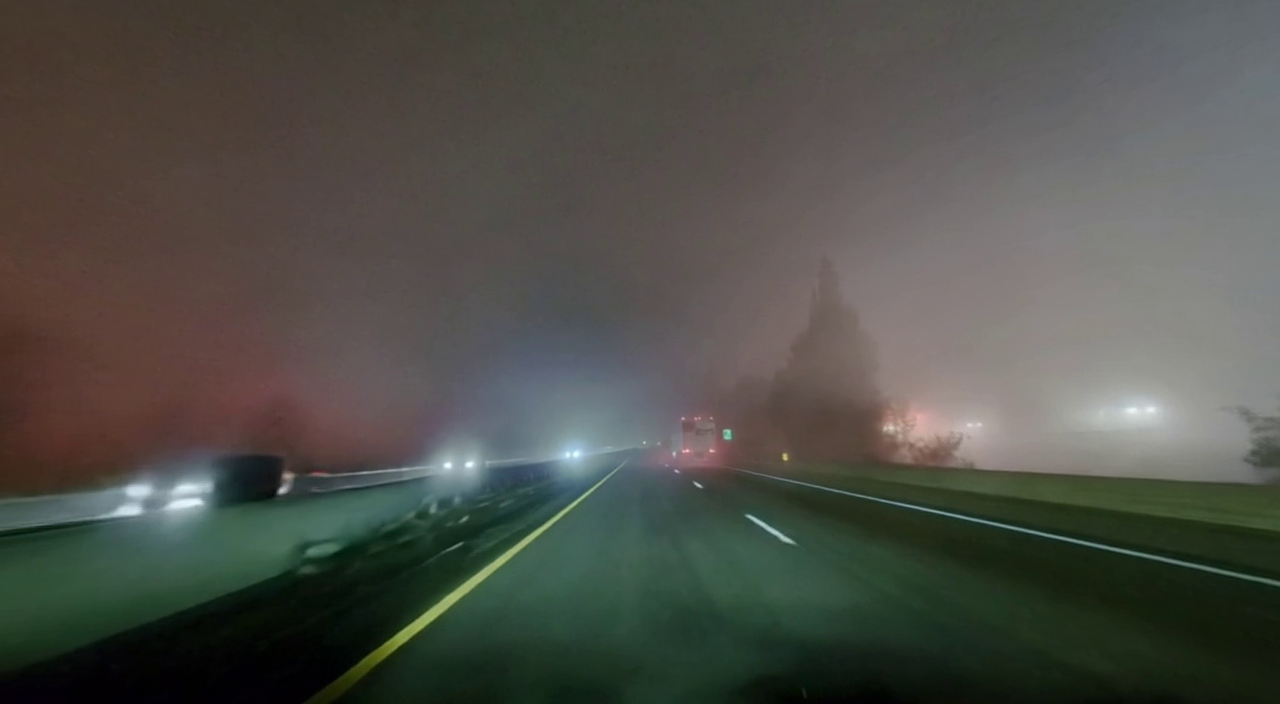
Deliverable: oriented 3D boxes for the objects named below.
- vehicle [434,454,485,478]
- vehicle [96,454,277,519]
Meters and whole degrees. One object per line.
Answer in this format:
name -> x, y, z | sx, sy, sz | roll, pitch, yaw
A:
vehicle -> -12.180, 7.698, 42.562 | 1.942, 1.522, 4.845 | -1, -9, 1
vehicle -> -13.113, 3.862, 18.568 | 1.945, 1.641, 4.495 | -1, -9, 1
